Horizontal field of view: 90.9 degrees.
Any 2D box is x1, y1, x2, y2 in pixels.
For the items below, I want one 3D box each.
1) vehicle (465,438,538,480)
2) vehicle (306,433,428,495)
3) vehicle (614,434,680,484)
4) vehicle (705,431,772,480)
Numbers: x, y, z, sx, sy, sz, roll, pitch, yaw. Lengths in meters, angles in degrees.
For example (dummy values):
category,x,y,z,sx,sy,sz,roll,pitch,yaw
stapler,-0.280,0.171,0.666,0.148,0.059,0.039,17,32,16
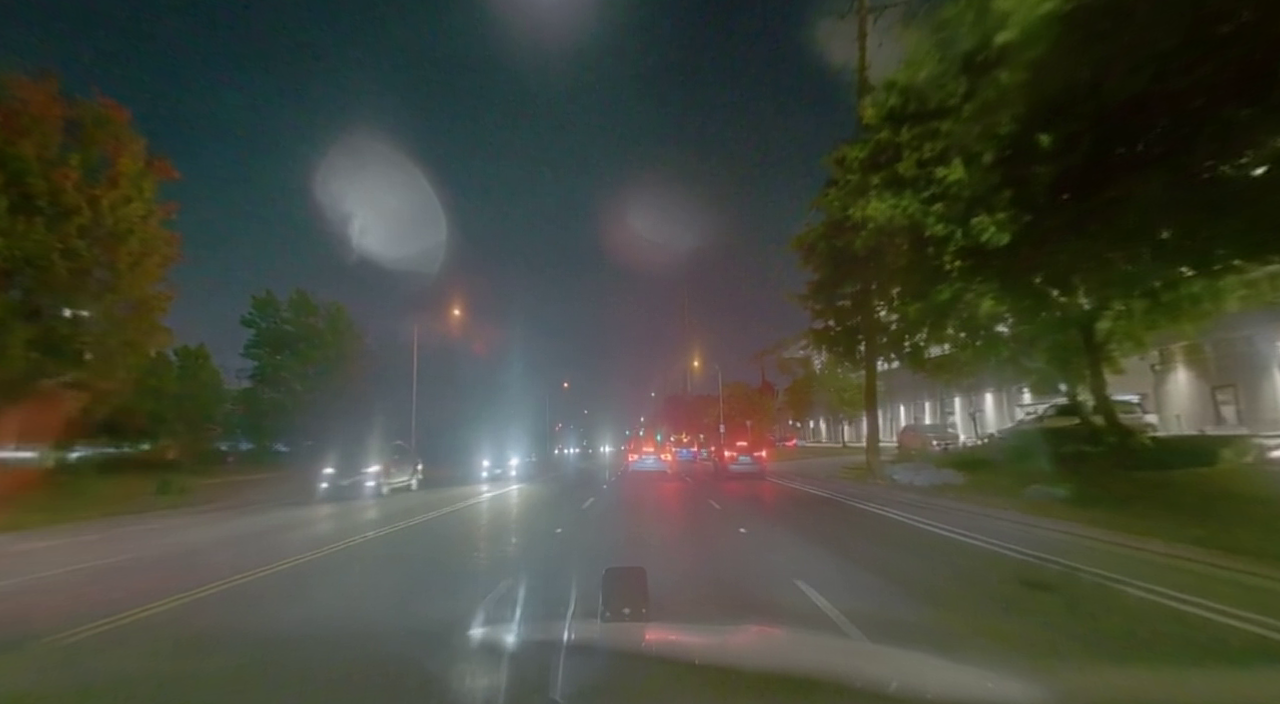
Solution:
category,x,y,z,sx,sy,sz,roll,pitch,yaw
vehicle,-6.041,4.731,28.180,2.187,1.711,4.505,0,-8,1
vehicle,-9.521,3.917,22.454,2.109,1.826,4.704,-4,-9,2
vehicle,0.263,3.867,23.173,2.200,1.653,4.127,0,-8,1
vehicle,3.687,3.960,24.291,1.914,1.698,4.049,0,-8,0
